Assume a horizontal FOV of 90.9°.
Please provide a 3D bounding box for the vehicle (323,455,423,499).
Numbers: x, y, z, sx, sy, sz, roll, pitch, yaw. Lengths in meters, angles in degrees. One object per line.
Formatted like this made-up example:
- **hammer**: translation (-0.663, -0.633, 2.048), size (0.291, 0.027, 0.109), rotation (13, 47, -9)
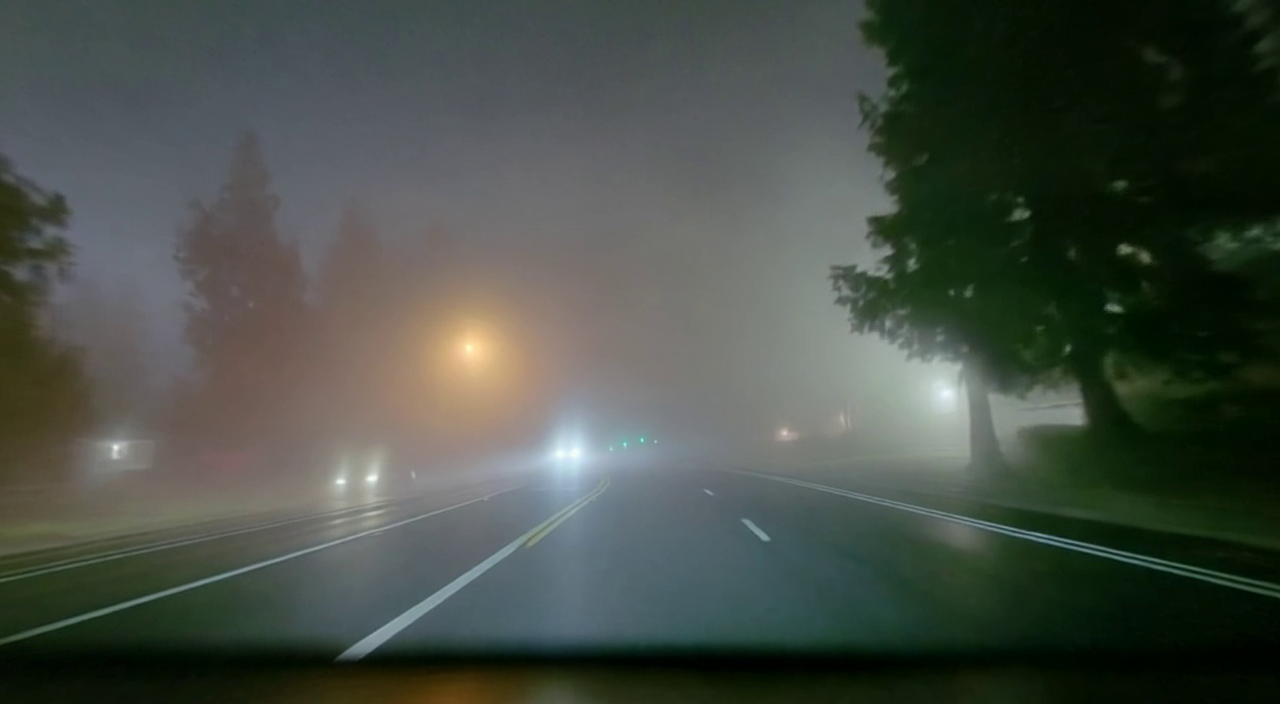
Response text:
- **vehicle**: translation (-12.003, 5.635, 28.845), size (2.066, 1.681, 5.292), rotation (-1, -8, 3)
